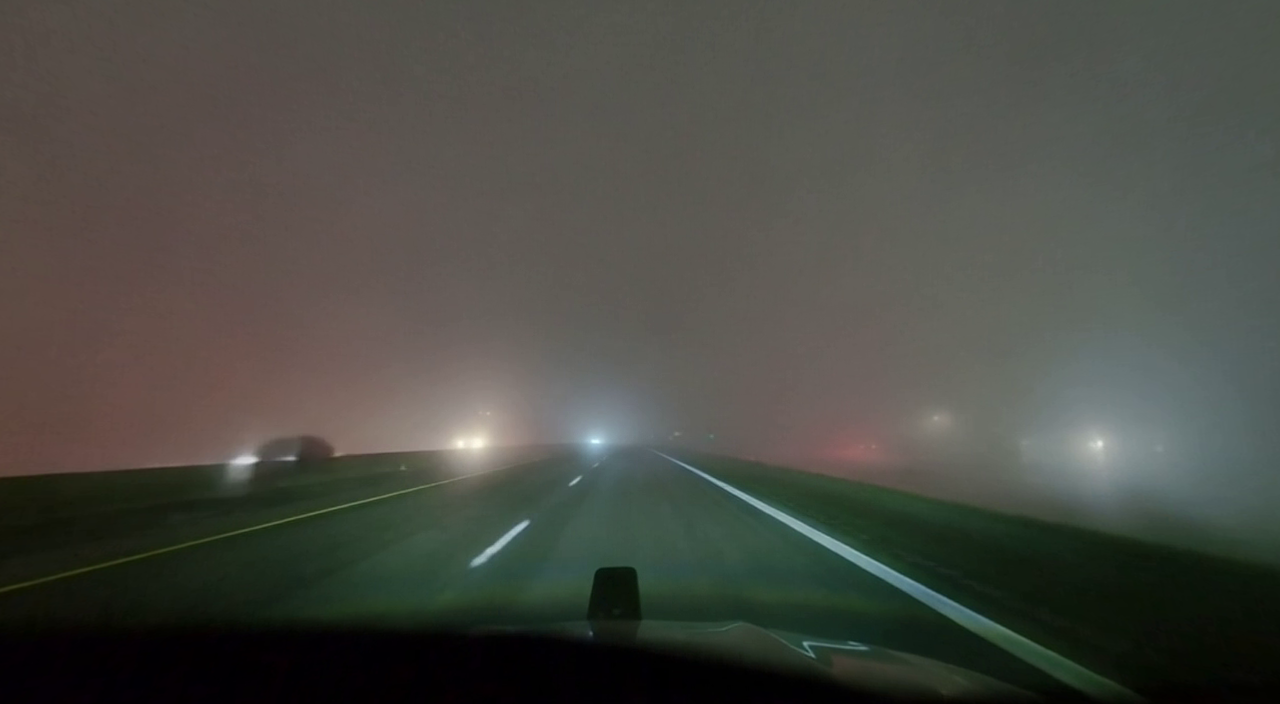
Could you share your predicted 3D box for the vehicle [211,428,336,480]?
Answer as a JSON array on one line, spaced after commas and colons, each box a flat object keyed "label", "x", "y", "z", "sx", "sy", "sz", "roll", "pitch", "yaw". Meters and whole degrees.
[{"label": "vehicle", "x": -12.607, "y": 3.506, "z": 21.991, "sx": 1.916, "sy": 1.646, "sz": 4.122, "roll": 0, "pitch": -8, "yaw": -1}]
